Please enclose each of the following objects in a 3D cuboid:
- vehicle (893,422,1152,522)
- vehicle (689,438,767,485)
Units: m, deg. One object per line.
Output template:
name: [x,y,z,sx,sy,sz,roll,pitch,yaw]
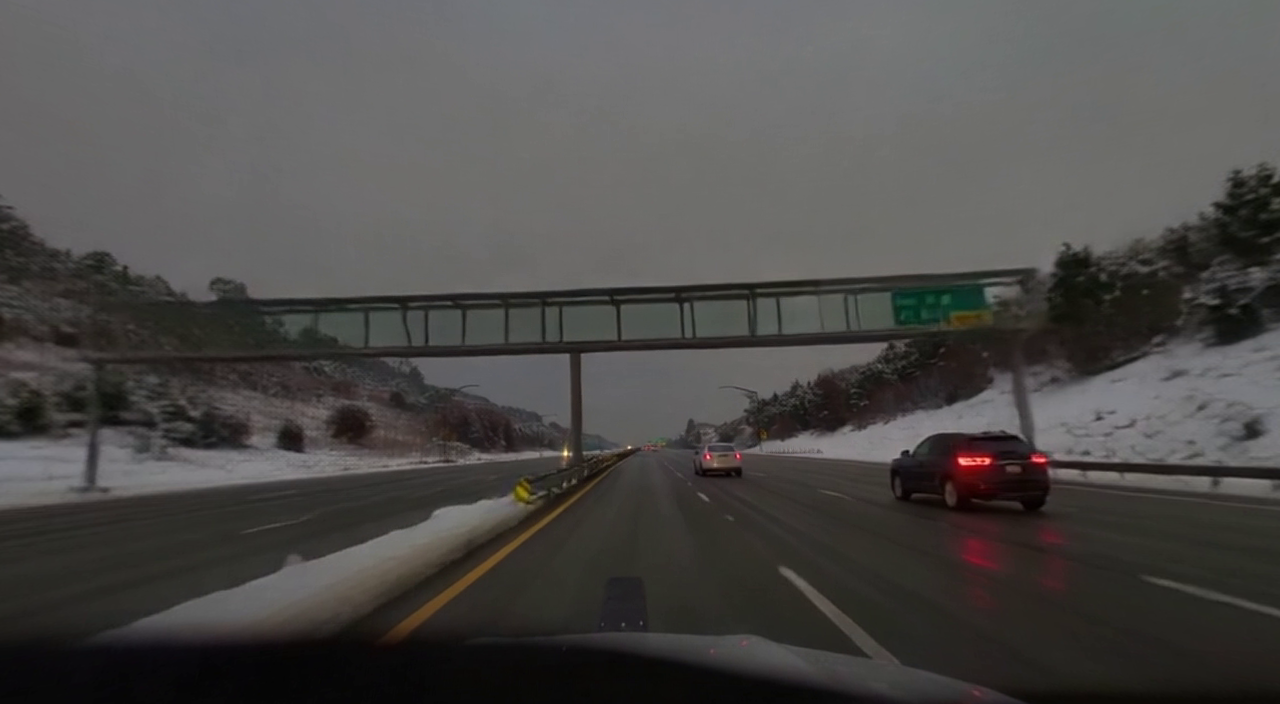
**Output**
vehicle: [6.900,2.203,12.215,1.988,1.530,4.777,0,-8,0]
vehicle: [2.921,3.745,21.921,2.044,1.444,4.216,0,-8,-1]
